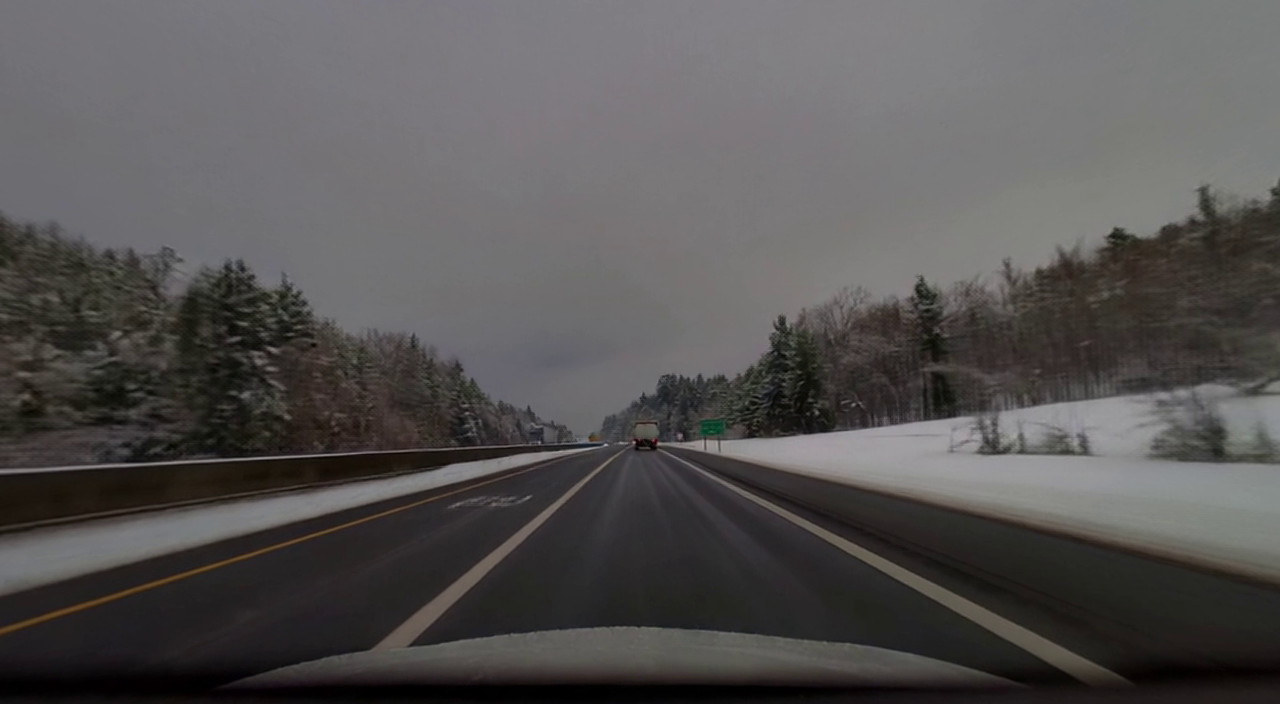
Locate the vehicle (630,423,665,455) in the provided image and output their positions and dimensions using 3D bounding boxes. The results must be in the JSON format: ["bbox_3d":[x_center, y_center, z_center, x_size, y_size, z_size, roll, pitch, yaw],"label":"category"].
[{"bbox_3d":[0.487,6.779,49.096,2.495,2.327,5.800,0,-8,-1],"label":"vehicle"}]
